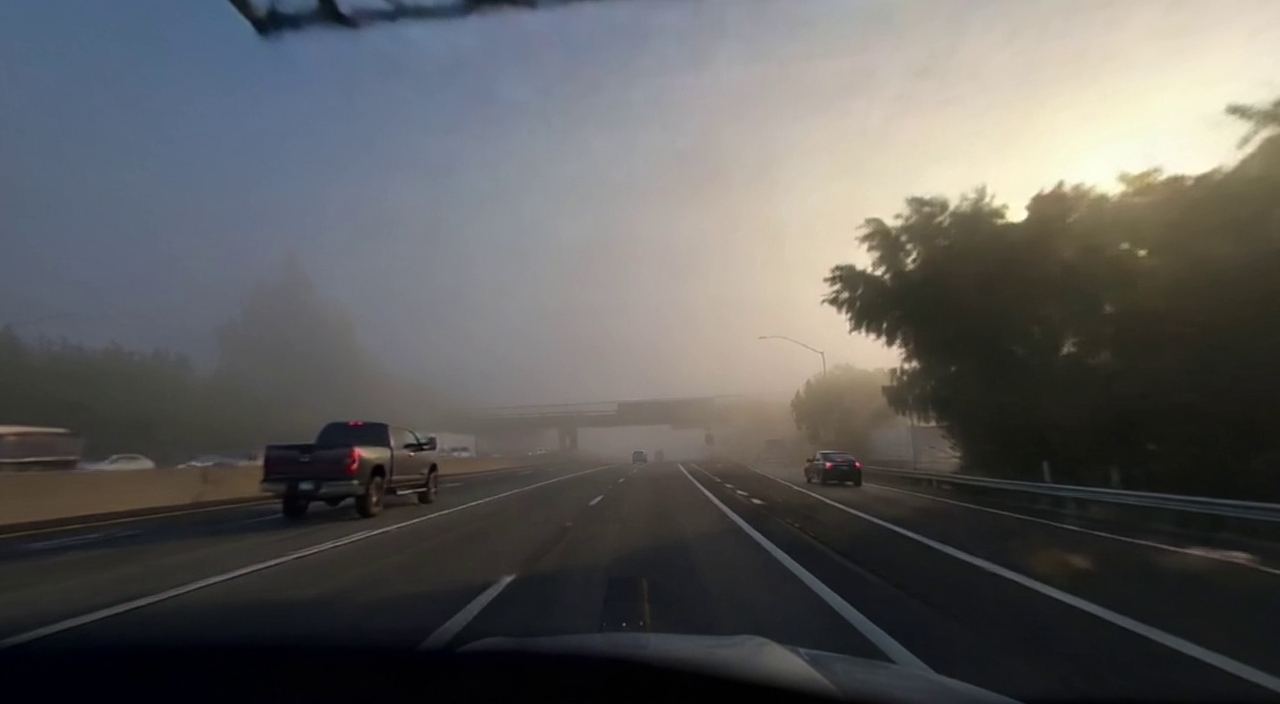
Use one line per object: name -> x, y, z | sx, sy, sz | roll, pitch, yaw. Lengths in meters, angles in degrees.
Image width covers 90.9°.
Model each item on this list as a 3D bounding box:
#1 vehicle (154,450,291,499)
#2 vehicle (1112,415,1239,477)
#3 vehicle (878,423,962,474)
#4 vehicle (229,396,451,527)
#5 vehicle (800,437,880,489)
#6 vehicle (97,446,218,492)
vehicle -> -15.738, 4.596, 24.121 | 2.113, 1.640, 4.337 | 0, -8, 2
vehicle -> 35.648, 6.368, 42.688 | 3.045, 3.620, 10.905 | -4, -9, 22
vehicle -> 21.350, 7.419, 48.742 | 3.022, 3.547, 8.645 | -1, -8, 4
vehicle -> -6.326, 2.400, 14.314 | 2.264, 2.379, 5.248 | 0, -8, 2
vehicle -> 8.228, 4.576, 26.363 | 2.146, 1.929, 4.388 | -1, -8, 4
vehicle -> -23.241, 5.605, 30.682 | 1.846, 1.998, 4.958 | 0, -8, 1
